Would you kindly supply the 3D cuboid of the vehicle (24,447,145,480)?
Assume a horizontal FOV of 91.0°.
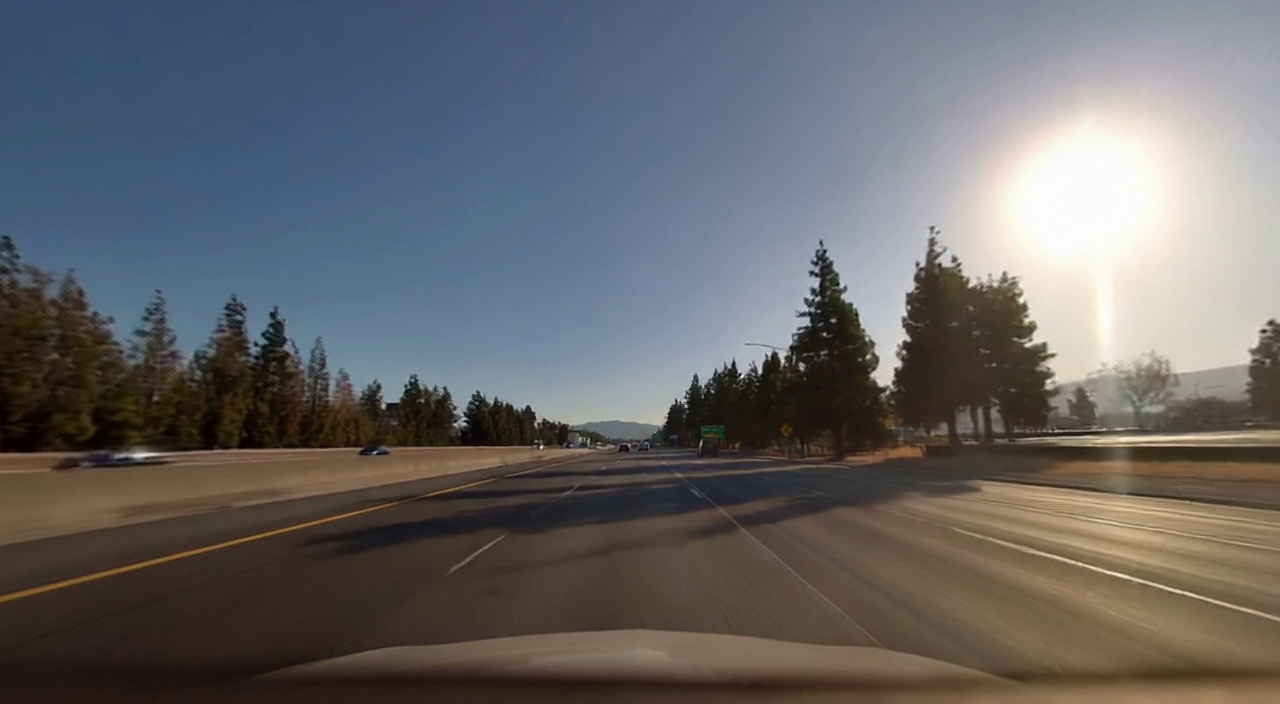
[{"bbox_3d":[-29.158,5.847,33.300,1.952,1.520,4.798,-1,-9,1],"label":"vehicle"}]
